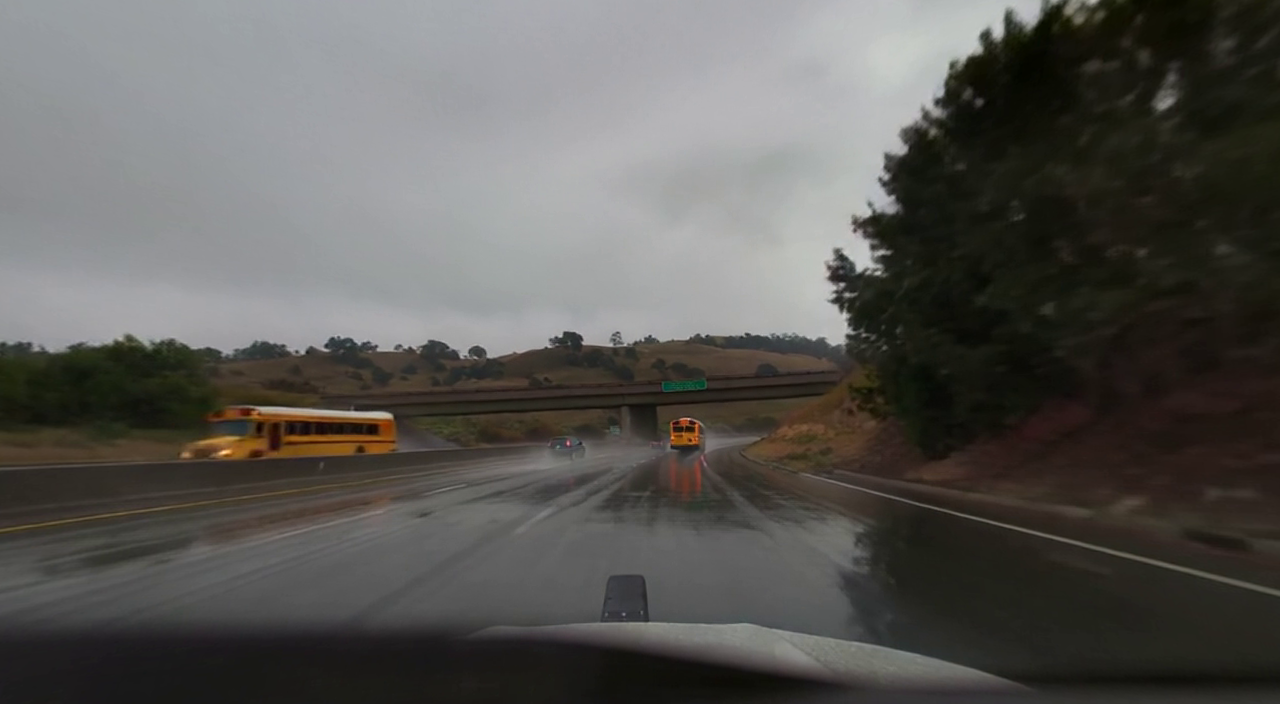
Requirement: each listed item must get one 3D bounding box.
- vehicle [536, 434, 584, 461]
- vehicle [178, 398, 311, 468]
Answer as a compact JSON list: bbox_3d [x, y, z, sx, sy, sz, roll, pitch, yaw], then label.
[{"bbox_3d":[-5.171,6.261,41.495,2.106,1.704,4.637,-1,-8,6],"label":"vehicle"},{"bbox_3d":[-23.246,4.895,37.631,3.011,3.757,6.767,-1,-8,5],"label":"vehicle"}]
